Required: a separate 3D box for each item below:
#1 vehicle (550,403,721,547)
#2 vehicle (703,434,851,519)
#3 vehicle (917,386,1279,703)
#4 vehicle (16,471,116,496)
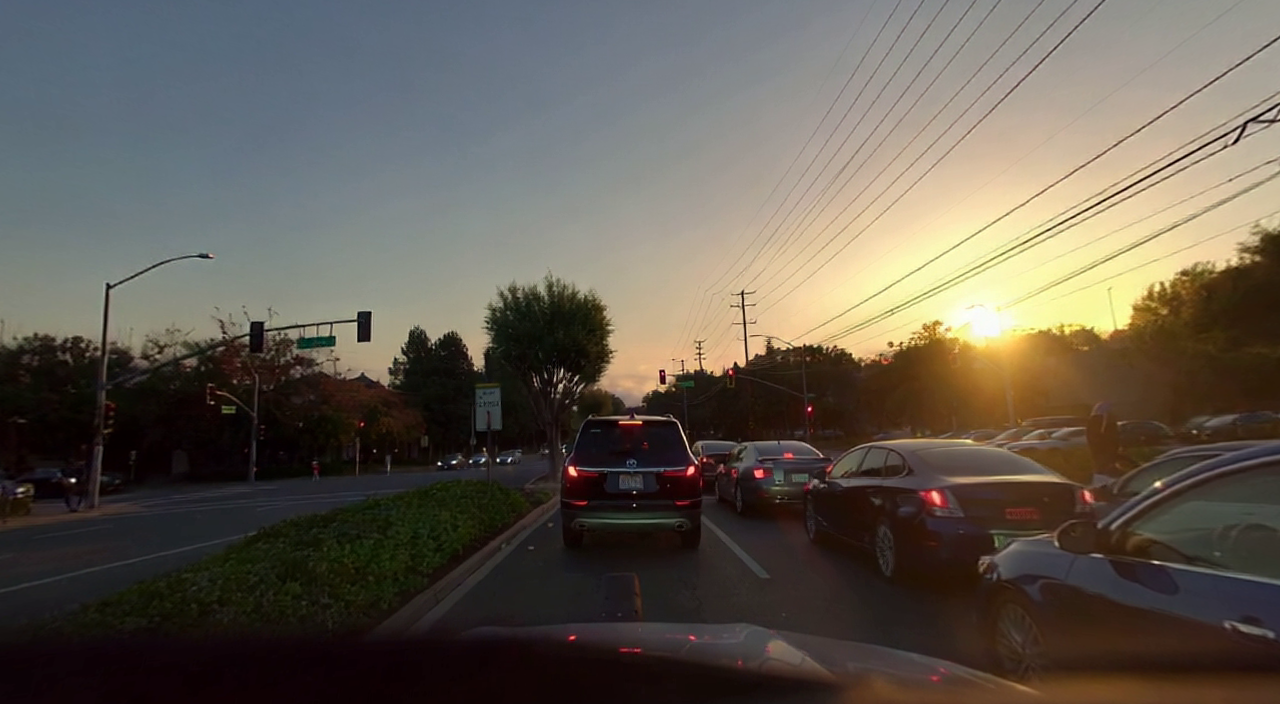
[{"bbox_3d":[-0.129,1.971,10.770,2.236,1.856,4.816,0,-9,-2],"label":"vehicle"},{"bbox_3d":[2.654,2.535,13.439,2.025,1.477,4.333,0,-9,-2],"label":"vehicle"},{"bbox_3d":[2.730,0.824,1.686,2.004,1.460,4.297,0,-9,0],"label":"vehicle"},{"bbox_3d":[-38.352,8.783,42.318,4.569,1.505,1.992,0,-9,-5],"label":"vehicle"}]
